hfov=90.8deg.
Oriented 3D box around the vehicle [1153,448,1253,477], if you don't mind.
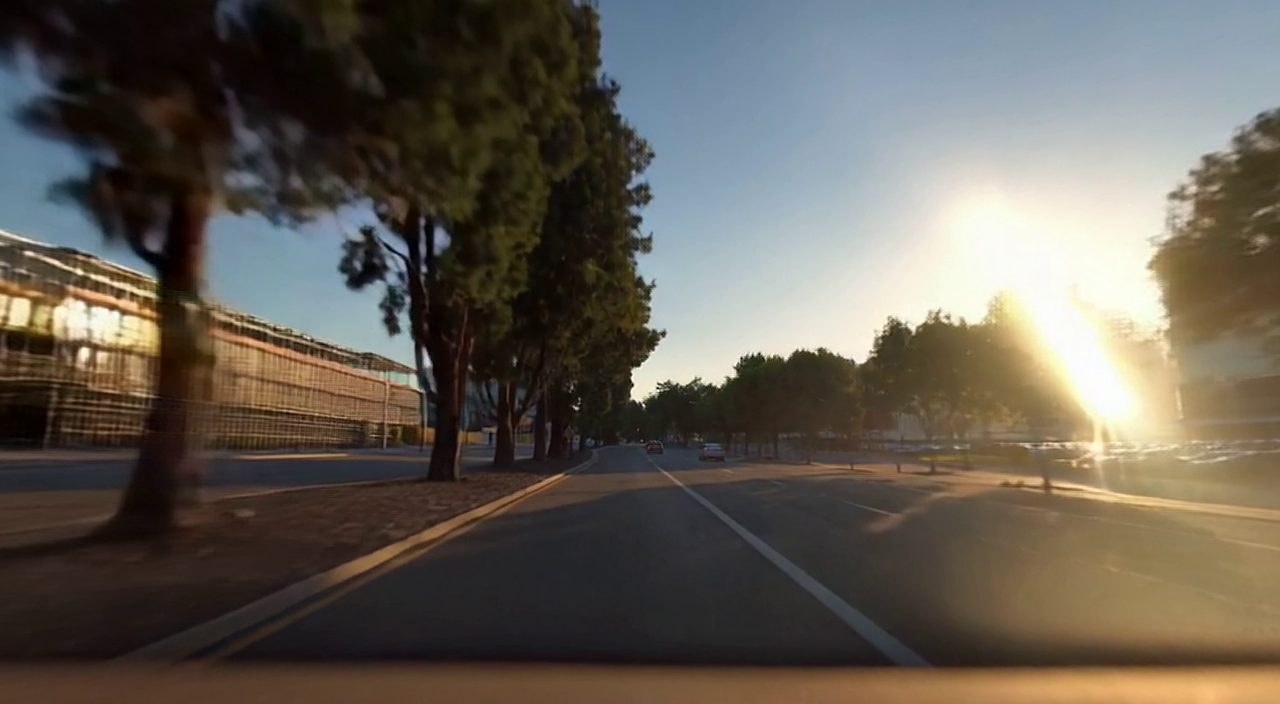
[{"bbox_3d":[36.708,7.178,41.242,4.623,1.714,2.066,-8,-12,43],"label":"vehicle"}]
